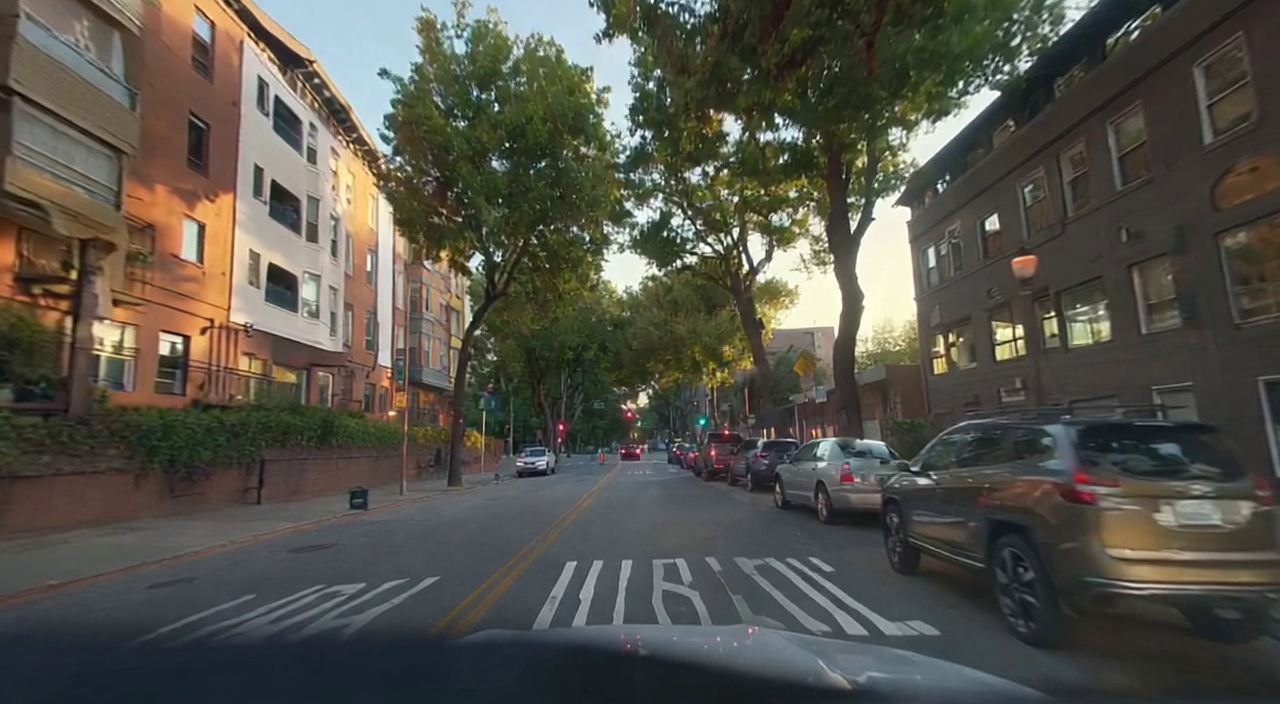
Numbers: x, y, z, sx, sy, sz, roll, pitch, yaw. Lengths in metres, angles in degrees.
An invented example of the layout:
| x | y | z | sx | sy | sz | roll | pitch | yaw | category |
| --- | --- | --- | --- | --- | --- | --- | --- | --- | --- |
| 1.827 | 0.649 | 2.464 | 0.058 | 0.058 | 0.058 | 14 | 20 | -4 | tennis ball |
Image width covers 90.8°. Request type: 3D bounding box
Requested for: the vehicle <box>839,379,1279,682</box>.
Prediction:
| x | y | z | sx | sy | sz | roll | pitch | yaw | category |
| --- | --- | --- | --- | --- | --- | --- | --- | --- | --- |
| 3.525 | 1.297 | 5.743 | 1.996 | 1.642 | 4.472 | 0 | -8 | 0 | vehicle |

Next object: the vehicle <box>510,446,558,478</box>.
| x | y | z | sx | sy | sz | roll | pitch | yaw | category |
| --- | --- | --- | --- | --- | --- | --- | --- | --- | --- |
| -6.385 | 6.657 | 38.541 | 2.013 | 1.772 | 4.439 | -1 | -8 | 2 | vehicle |
